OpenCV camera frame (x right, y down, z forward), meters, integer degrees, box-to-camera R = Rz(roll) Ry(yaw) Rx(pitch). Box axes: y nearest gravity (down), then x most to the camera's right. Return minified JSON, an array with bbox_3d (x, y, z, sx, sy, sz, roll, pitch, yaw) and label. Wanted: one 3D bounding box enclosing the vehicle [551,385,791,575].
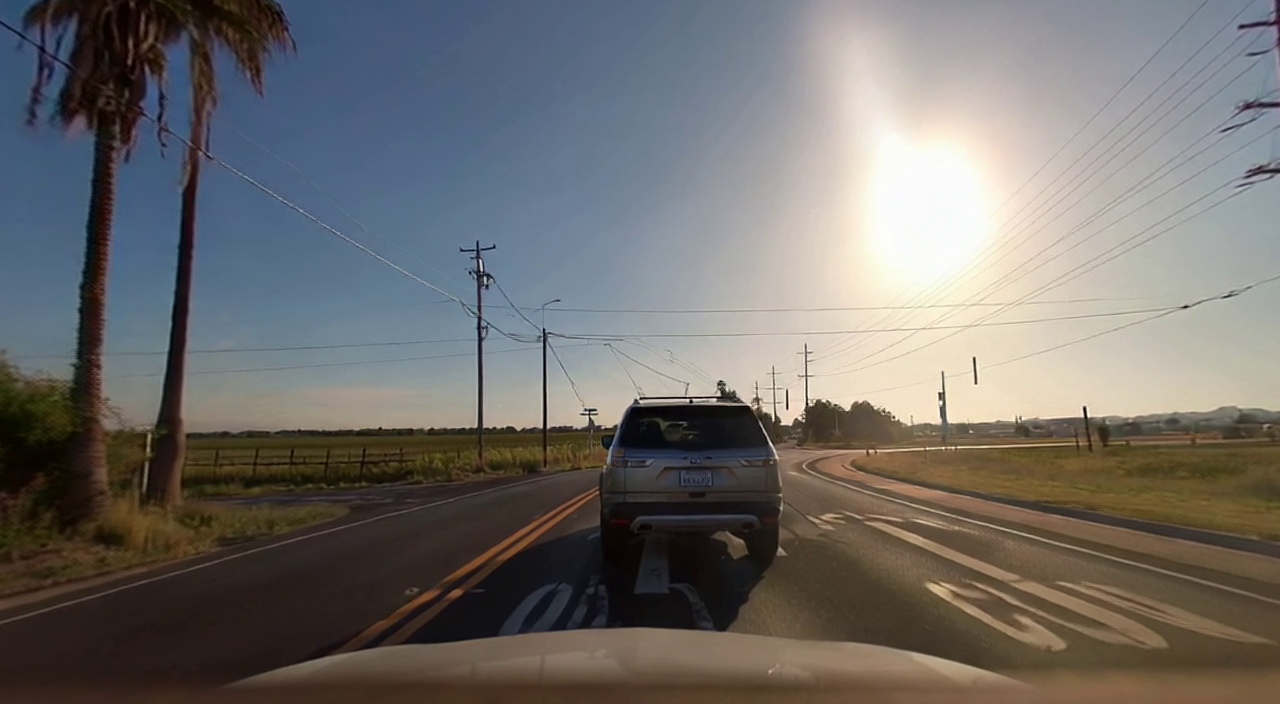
[{"bbox_3d":[0.234,1.593,8.570,2.364,1.859,4.538,0,-9,-2],"label":"vehicle"}]
